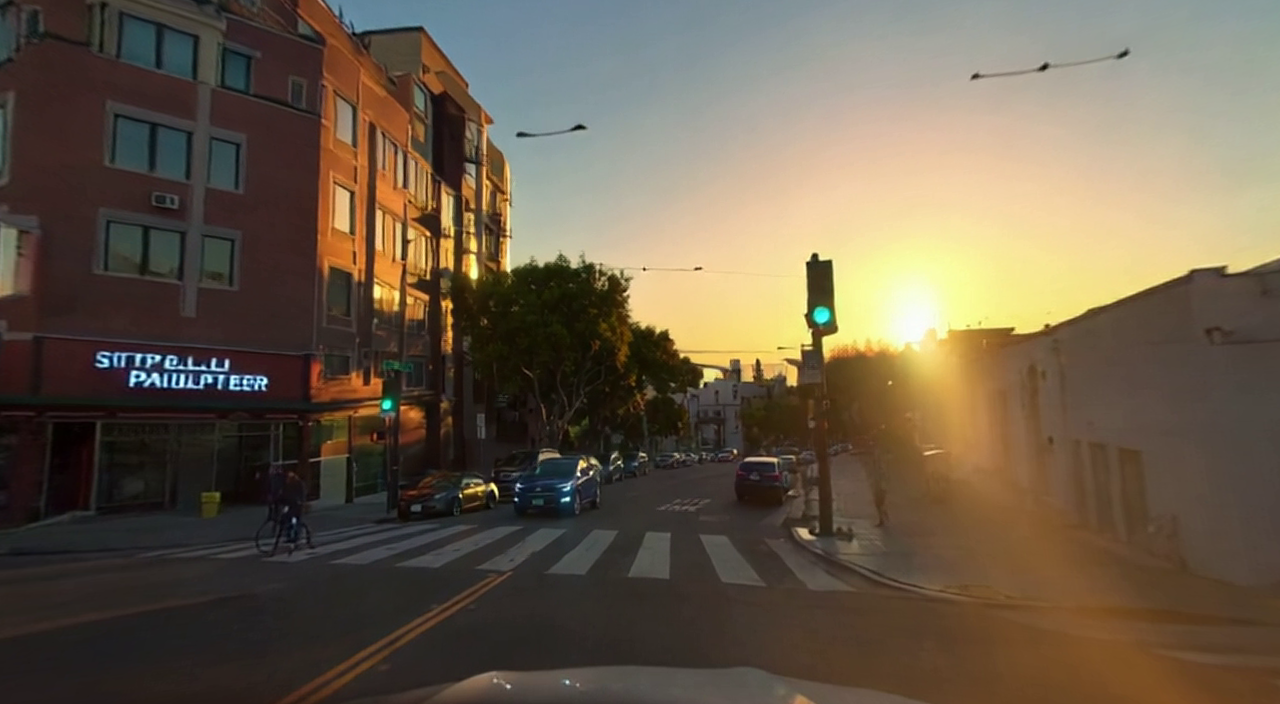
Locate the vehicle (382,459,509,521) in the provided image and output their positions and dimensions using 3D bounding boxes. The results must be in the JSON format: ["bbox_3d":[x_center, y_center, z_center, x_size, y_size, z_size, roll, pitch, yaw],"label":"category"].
[{"bbox_3d":[-6.408,4.575,21.344,1.933,1.461,4.393,-8,-8,15],"label":"vehicle"}]

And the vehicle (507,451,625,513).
[{"bbox_3d":[-2.205,4.128,20.522,2.181,1.723,4.692,-3,-10,15],"label":"vehicle"}]

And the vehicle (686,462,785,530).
[{"bbox_3d":[2.693,3.750,16.975,1.892,1.481,4.365,-4,-10,18],"label":"vehicle"}]
